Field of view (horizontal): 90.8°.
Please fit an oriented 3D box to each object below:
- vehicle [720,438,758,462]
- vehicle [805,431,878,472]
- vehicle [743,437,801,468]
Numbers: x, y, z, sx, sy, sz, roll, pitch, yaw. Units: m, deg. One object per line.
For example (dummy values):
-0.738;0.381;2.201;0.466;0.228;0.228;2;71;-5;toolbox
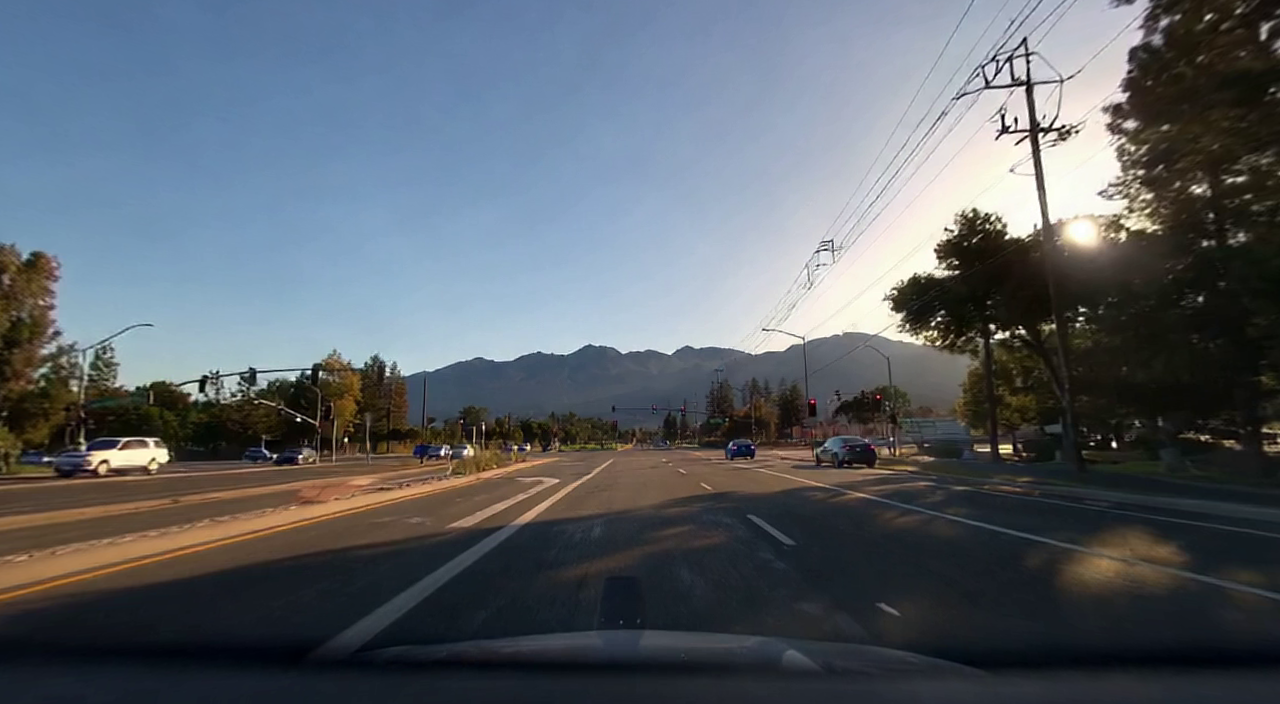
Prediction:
6.857;6.836;44.221;1.899;1.570;4.666;0;-8;0;vehicle
9.440;4.708;30.034;1.977;1.773;4.646;0;-8;1;vehicle
6.916;5.322;33.604;1.990;1.480;4.624;0;-8;-1;vehicle
